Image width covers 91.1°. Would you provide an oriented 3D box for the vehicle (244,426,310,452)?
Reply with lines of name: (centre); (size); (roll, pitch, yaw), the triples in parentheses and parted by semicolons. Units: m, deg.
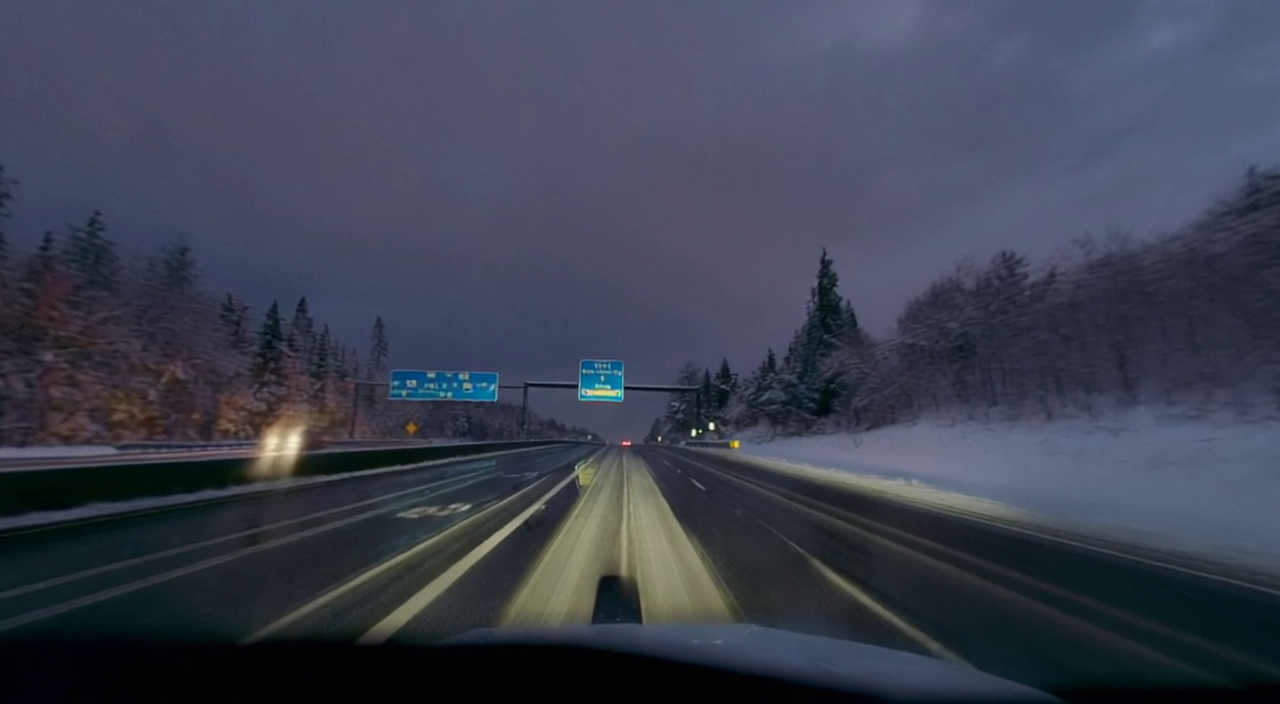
vehicle: (-25.627, 6.170, 44.593); (1.972, 1.731, 4.584); (0, -8, -1)
